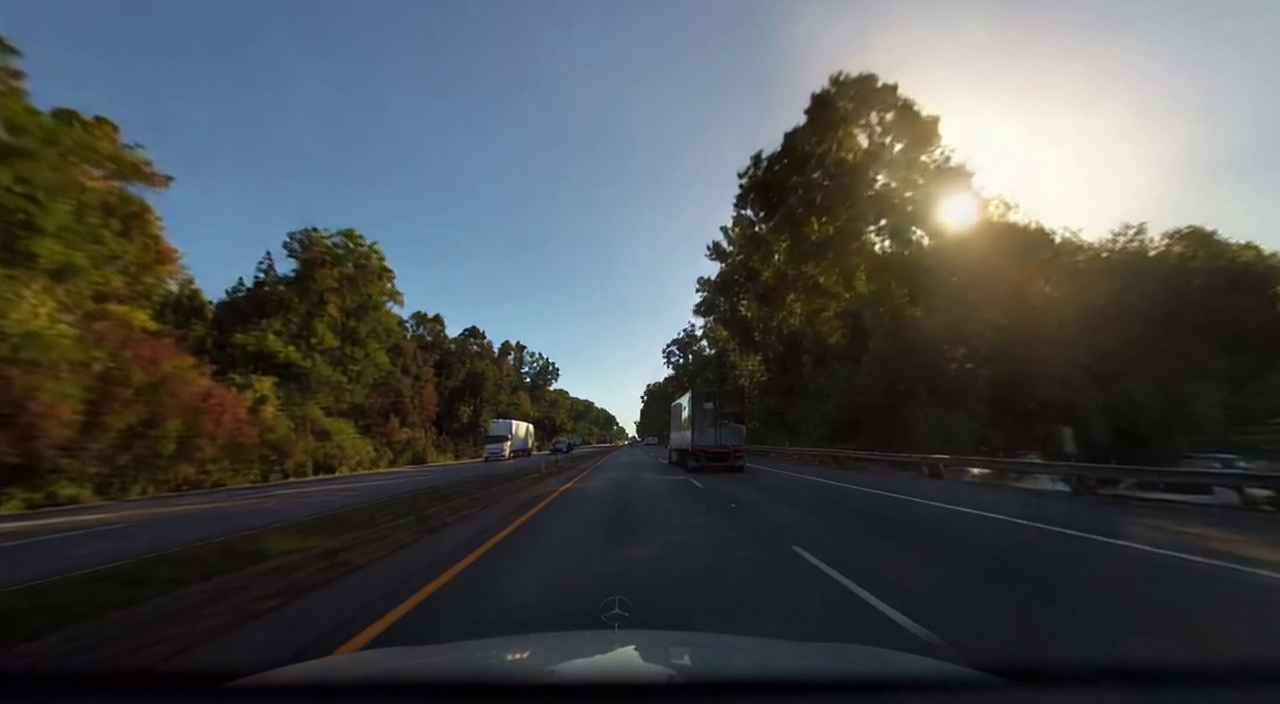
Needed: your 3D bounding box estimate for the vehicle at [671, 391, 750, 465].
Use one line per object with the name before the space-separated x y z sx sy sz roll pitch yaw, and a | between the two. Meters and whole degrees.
vehicle | 4.311 5.243 42.537 3.223 4.082 14.353 0 -8 -2
